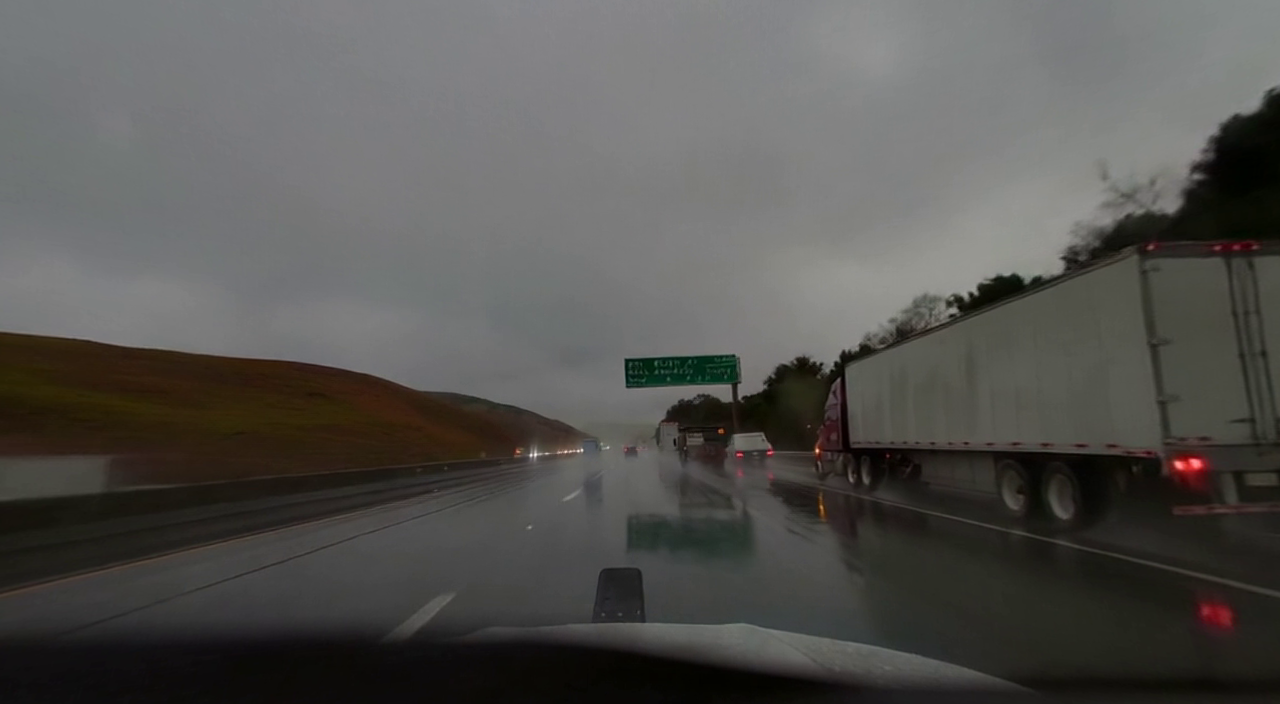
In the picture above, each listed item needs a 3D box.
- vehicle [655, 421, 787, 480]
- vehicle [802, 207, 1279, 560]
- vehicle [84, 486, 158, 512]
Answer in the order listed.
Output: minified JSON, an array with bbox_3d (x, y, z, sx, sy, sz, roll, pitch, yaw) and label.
[{"bbox_3d":[3.216,4.060,26.093,5.075,2.277,2.365,0,-9,-3],"label":"vehicle"},{"bbox_3d":[7.632,1.523,15.561,2.935,4.187,16.357,0,-9,0],"label":"vehicle"},{"bbox_3d":[-37.012,10.473,45.184,1.808,1.497,4.178,0,-9,-1],"label":"vehicle"}]
